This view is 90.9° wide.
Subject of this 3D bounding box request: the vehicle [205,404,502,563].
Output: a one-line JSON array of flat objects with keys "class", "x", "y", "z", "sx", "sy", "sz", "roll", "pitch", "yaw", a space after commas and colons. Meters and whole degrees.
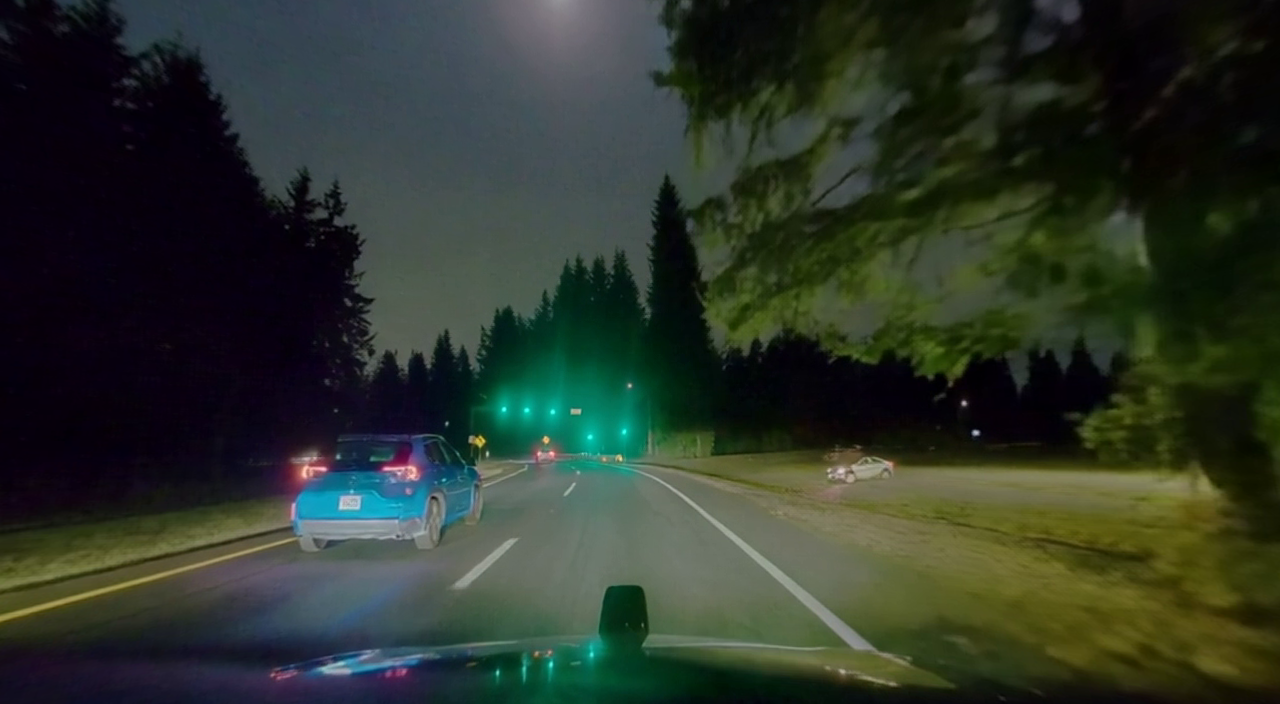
[{"class": "vehicle", "x": -3.919, "y": 1.915, "z": 9.966, "sx": 2.336, "sy": 1.857, "sz": 4.986, "roll": 0, "pitch": -8, "yaw": 0}]
